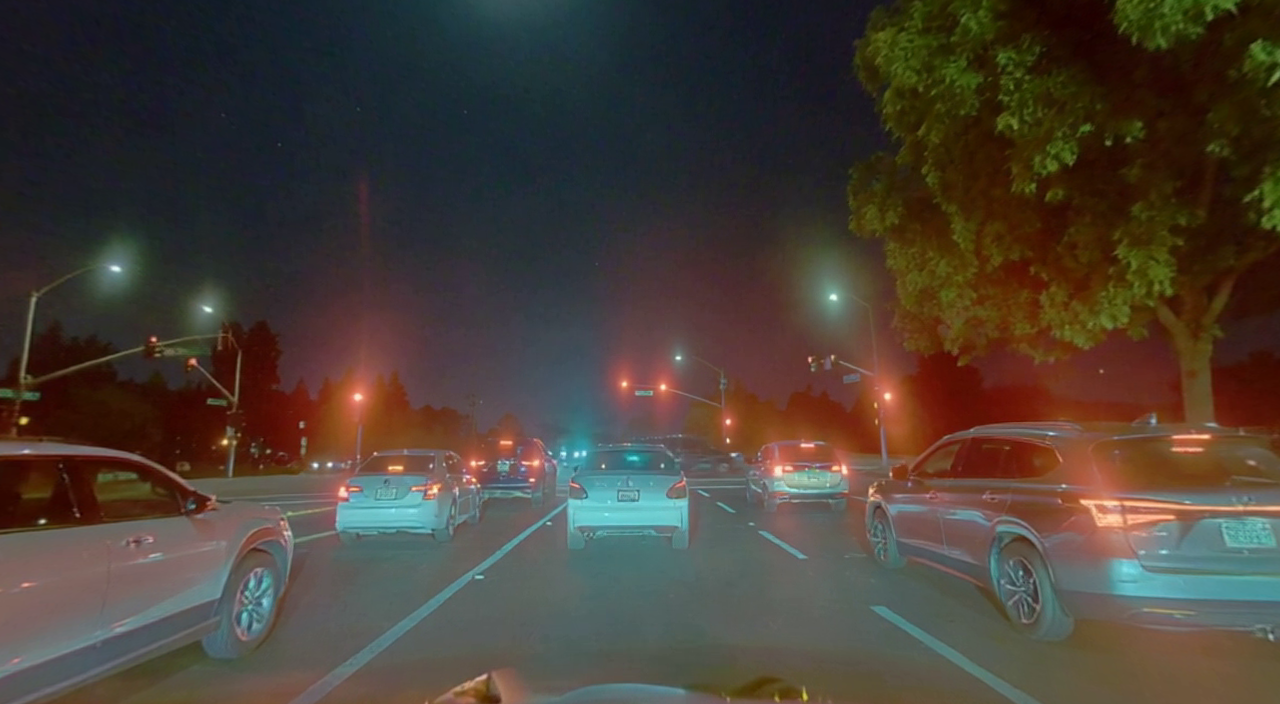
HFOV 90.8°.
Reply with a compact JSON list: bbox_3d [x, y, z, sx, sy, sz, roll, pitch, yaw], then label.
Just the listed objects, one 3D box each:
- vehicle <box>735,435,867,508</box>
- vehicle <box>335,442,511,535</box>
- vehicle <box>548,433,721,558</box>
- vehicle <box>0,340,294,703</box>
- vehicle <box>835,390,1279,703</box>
[{"bbox_3d":[3.645,2.783,15.236,1.922,1.472,4.440,0,-8,-1],"label":"vehicle"},{"bbox_3d":[-3.926,2.505,12.329,1.919,1.459,4.371,0,-8,-1],"label":"vehicle"},{"bbox_3d":[-0.080,2.007,9.593,2.061,1.470,3.970,0,-8,0],"label":"vehicle"},{"bbox_3d":[-3.667,0.834,2.538,2.047,1.764,4.369,0,-8,0],"label":"vehicle"},{"bbox_3d":[3.380,1.303,5.415,1.933,1.564,4.600,0,-8,0],"label":"vehicle"}]
